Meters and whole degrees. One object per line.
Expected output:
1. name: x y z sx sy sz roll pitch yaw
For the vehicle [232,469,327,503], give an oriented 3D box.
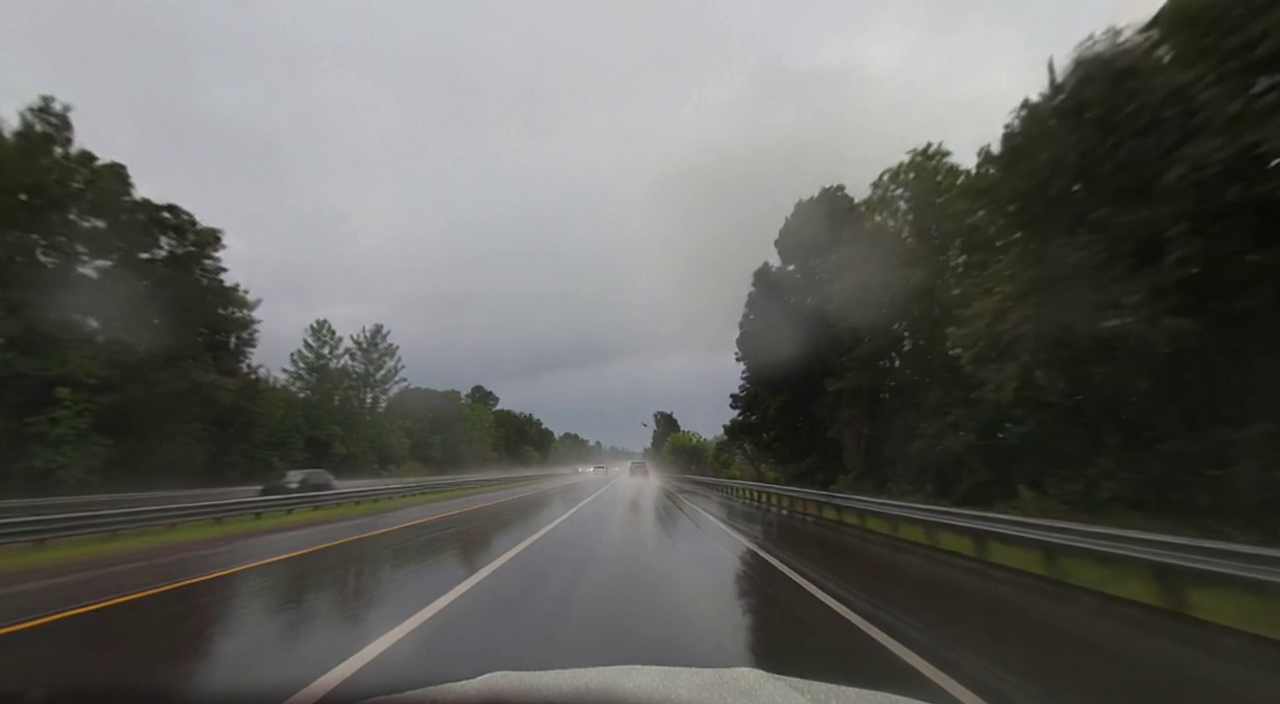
1. vehicle: -17.137 6.364 30.226 1.839 1.459 4.457 1 -11 1
